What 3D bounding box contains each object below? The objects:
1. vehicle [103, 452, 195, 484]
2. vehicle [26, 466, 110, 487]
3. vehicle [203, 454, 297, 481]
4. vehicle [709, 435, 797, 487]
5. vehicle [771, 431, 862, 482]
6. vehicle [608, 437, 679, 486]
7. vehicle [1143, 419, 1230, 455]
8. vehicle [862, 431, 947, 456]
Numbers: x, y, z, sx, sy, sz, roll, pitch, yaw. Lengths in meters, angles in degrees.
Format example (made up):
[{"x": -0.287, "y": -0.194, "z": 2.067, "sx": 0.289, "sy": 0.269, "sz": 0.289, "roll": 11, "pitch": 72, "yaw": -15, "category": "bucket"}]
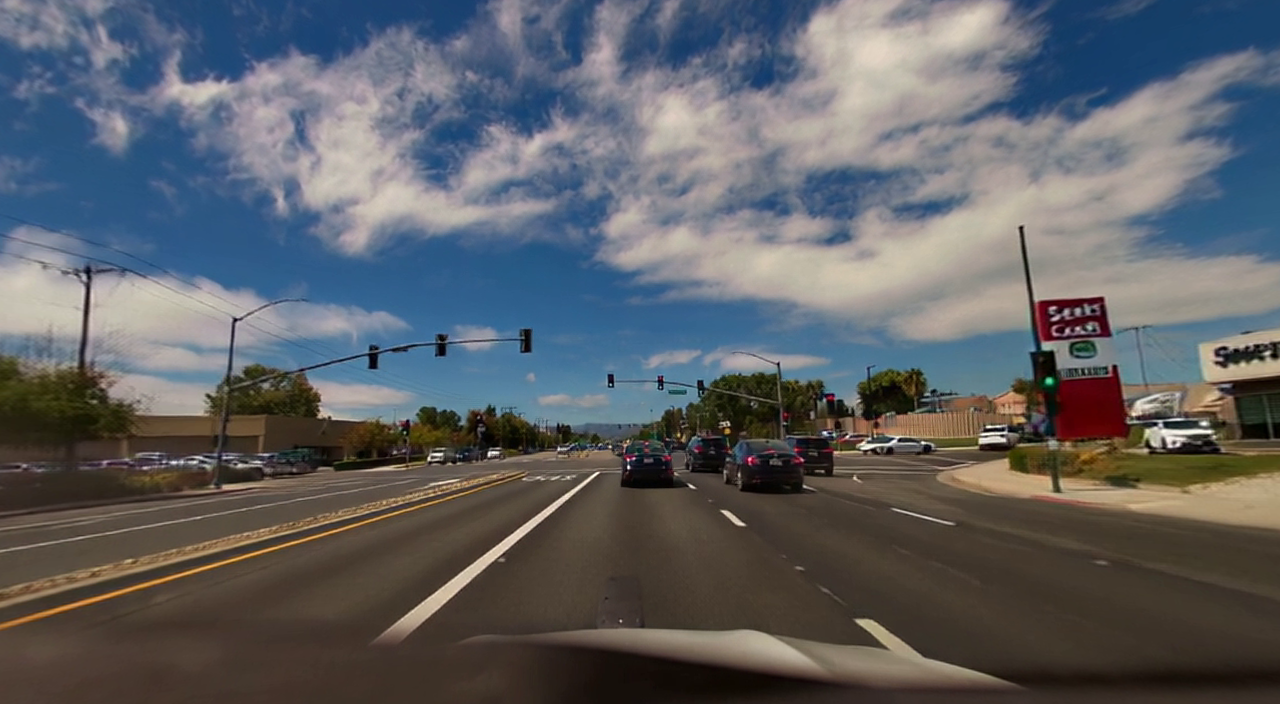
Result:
[{"x": -38.273, "y": 9.016, "z": 49.344, "sx": 5.135, "sy": 2.388, "sz": 2.288, "roll": 0, "pitch": -9, "yaw": -1, "category": "vehicle"}, {"x": -44.512, "y": 9.697, "z": 49.220, "sx": 4.604, "sy": 1.447, "sz": 1.892, "roll": 0, "pitch": -9, "yaw": -3, "category": "vehicle"}, {"x": -26.277, "y": 7.800, "z": 42.712, "sx": 4.780, "sy": 1.669, "sz": 2.232, "roll": 0, "pitch": -8, "yaw": -2, "category": "vehicle"}, {"x": 3.493, "y": 3.493, "z": 20.526, "sx": 1.889, "sy": 1.473, "sz": 4.643, "roll": 0, "pitch": -8, "yaw": -1, "category": "vehicle"}, {"x": 6.400, "y": 3.829, "z": 23.457, "sx": 2.009, "sy": 1.700, "sz": 4.275, "roll": 0, "pitch": -8, "yaw": -1, "category": "vehicle"}, {"x": 0.053, "y": 3.610, "z": 21.124, "sx": 2.135, "sy": 1.468, "sz": 4.076, "roll": 0, "pitch": -8, "yaw": -1, "category": "vehicle"}, {"x": 25.896, "y": 4.092, "z": 30.145, "sx": 2.222, "sy": 1.538, "sz": 4.817, "roll": -5, "pitch": -10, "yaw": 30, "category": "vehicle"}, {"x": 20.013, "y": 6.950, "z": 47.957, "sx": 5.438, "sy": 1.776, "sz": 2.032, "roll": 0, "pitch": -8, "yaw": 0, "category": "vehicle"}]
